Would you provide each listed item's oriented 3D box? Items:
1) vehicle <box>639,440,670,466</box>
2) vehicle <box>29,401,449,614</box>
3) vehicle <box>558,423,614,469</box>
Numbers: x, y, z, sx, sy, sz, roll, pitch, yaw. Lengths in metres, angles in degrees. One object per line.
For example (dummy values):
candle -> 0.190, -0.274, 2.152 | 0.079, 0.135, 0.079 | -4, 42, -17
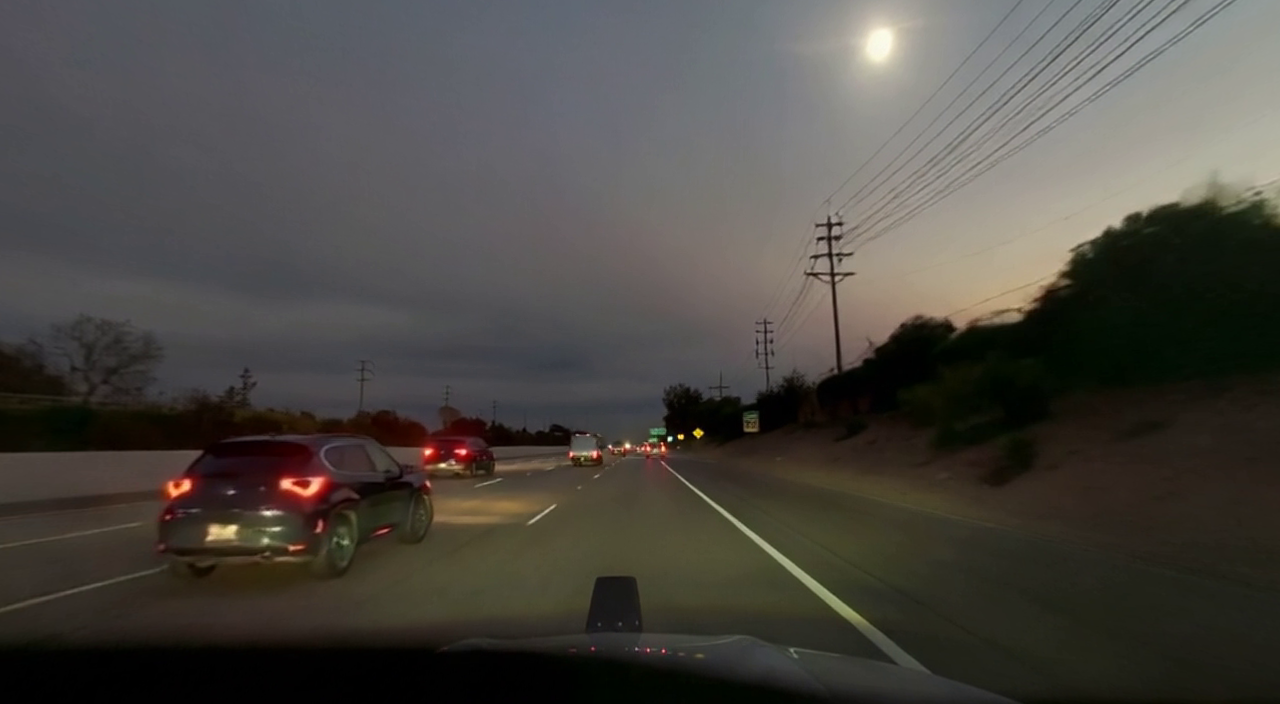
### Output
vehicle -> 1.019, 6.977, 43.680 | 2.038, 1.677, 4.219 | 0, -9, 2
vehicle -> -3.853, 1.558, 7.167 | 1.976, 1.688, 4.124 | 0, -9, 1
vehicle -> -3.572, 6.599, 44.123 | 2.915, 2.885, 9.394 | 0, -9, 1
